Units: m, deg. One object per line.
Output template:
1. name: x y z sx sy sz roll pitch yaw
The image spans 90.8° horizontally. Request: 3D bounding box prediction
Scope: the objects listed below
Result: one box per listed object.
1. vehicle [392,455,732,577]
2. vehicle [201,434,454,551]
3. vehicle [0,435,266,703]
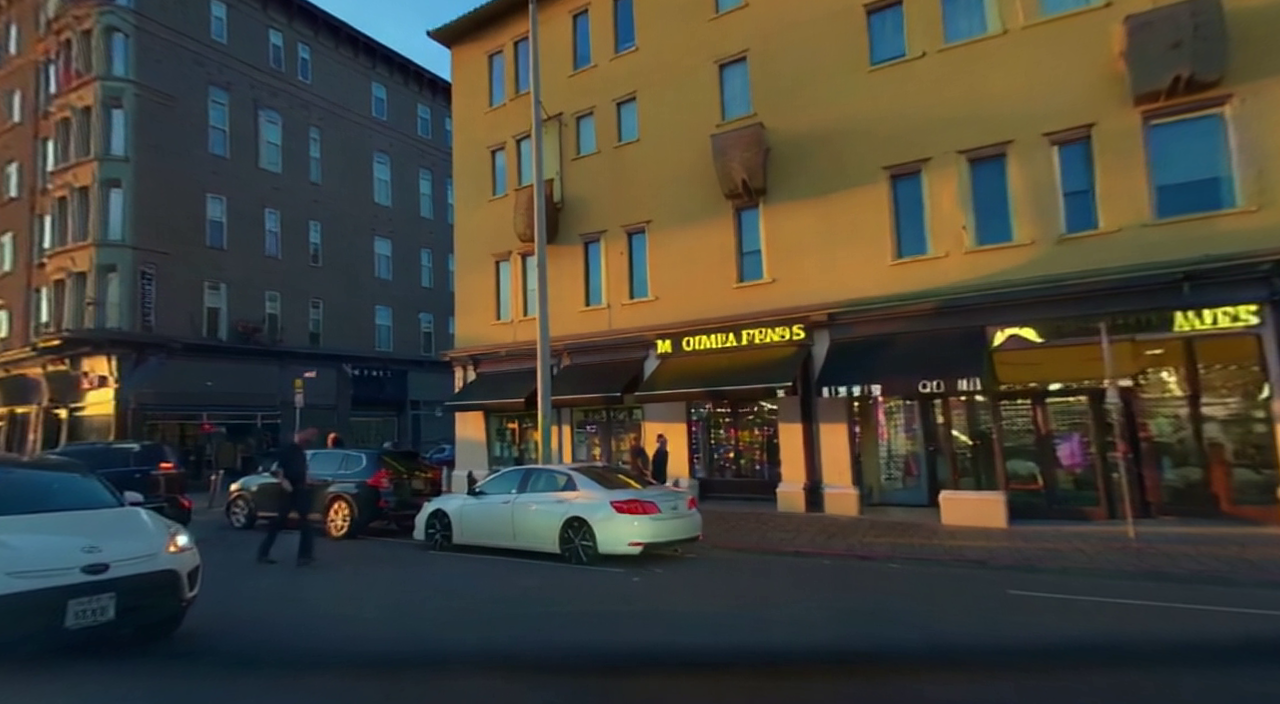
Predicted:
1. vehicle: -1.221 2.301 9.569 4.830 1.421 1.826 -4 -9 25
2. vehicle: -6.003 2.554 12.108 4.580 1.853 1.862 -5 -10 27
3. vehicle: -5.151 1.406 4.876 4.330 1.458 1.932 -5 -10 30
